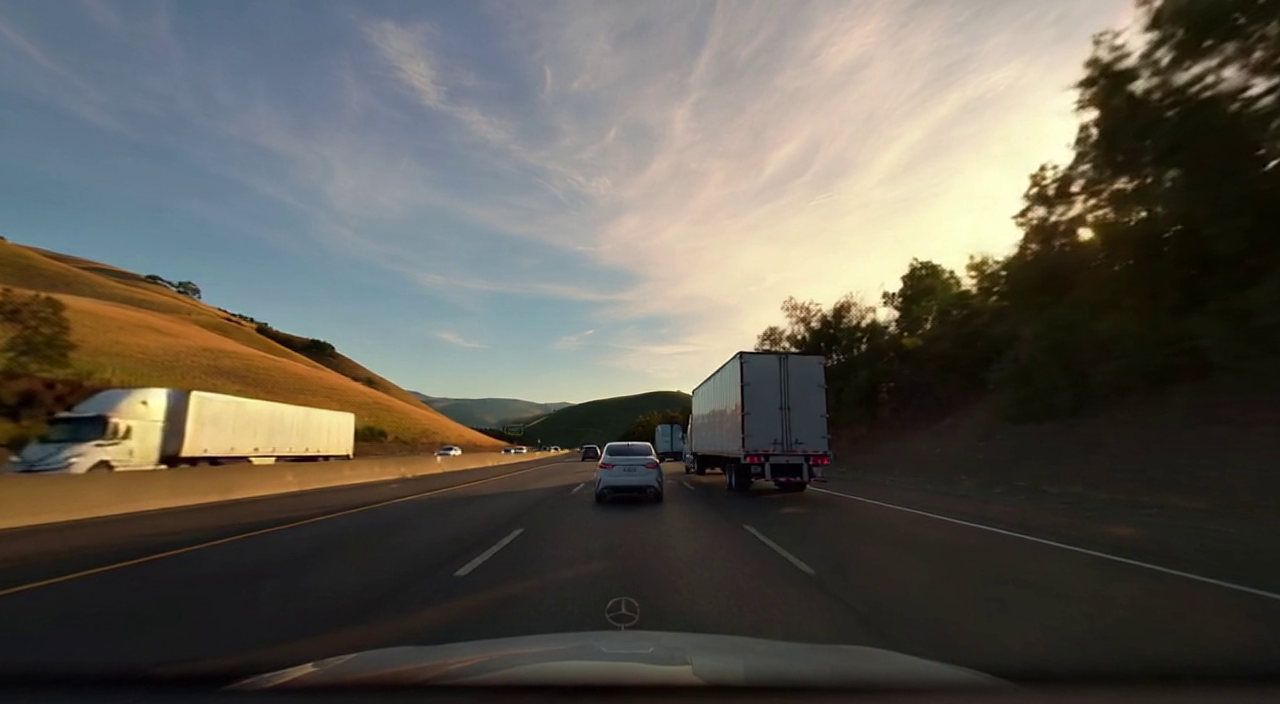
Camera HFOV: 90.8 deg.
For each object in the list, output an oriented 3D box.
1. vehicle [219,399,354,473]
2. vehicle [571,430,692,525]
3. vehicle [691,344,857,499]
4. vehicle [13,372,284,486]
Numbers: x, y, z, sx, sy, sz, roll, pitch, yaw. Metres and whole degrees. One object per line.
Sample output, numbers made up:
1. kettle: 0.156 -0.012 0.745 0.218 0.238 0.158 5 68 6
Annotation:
1. vehicle: -19.816 4.892 36.216 2.842 3.712 8.403 0 -9 -1
2. vehicle: -0.181 2.508 13.048 2.109 1.639 3.768 0 -9 -1
3. vehicle: 4.048 2.866 23.480 2.812 4.024 14.098 0 -9 -1
4. vehicle: -19.652 3.423 26.750 2.962 3.847 10.654 0 -9 -1
